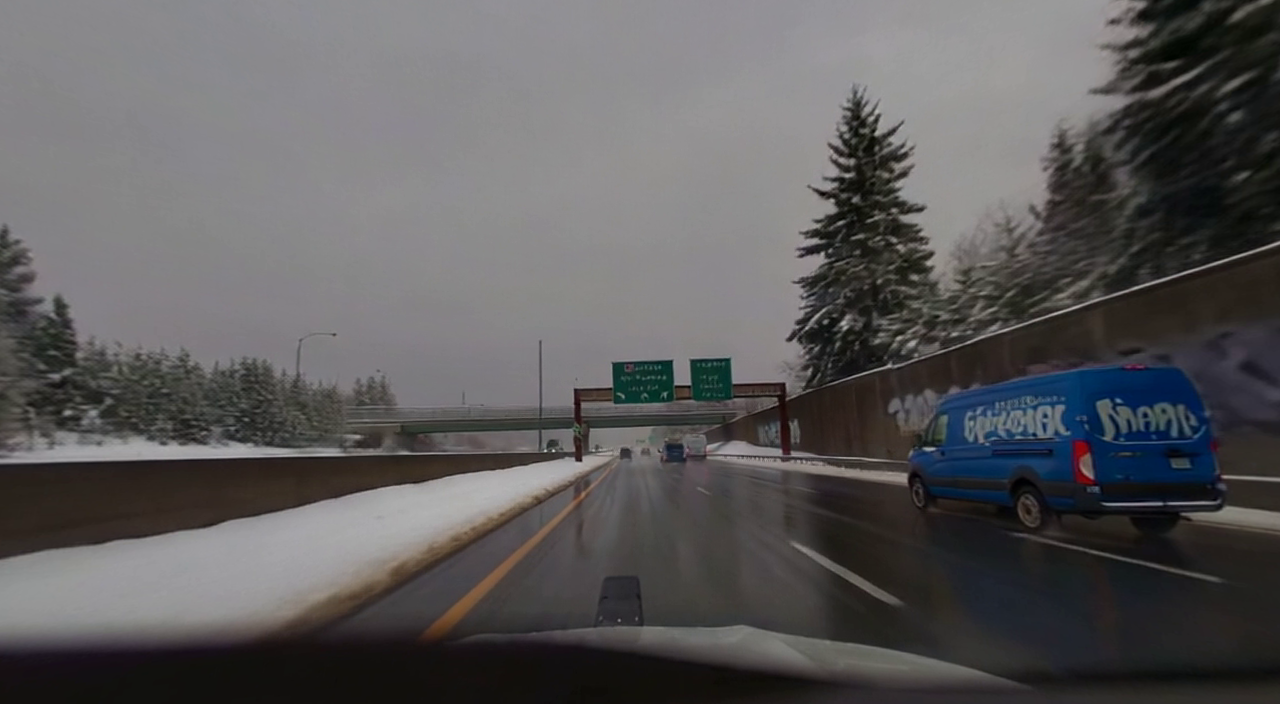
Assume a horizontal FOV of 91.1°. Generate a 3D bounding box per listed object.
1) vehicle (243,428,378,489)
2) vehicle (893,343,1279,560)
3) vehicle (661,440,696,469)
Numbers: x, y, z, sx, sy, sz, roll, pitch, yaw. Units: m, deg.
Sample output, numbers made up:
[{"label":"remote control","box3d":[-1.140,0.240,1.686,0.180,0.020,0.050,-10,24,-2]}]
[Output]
[{"label":"vehicle","box3d":[-11.962,3.914,23.368,2.180,1.988,5.316,0,-9,-1]},{"label":"vehicle","box3d":[6.692,1.619,10.560,2.283,2.631,5.719,0,-9,-2]},{"label":"vehicle","box3d":[2.707,7.382,45.437,2.007,1.943,5.010,0,-9,-3]}]
